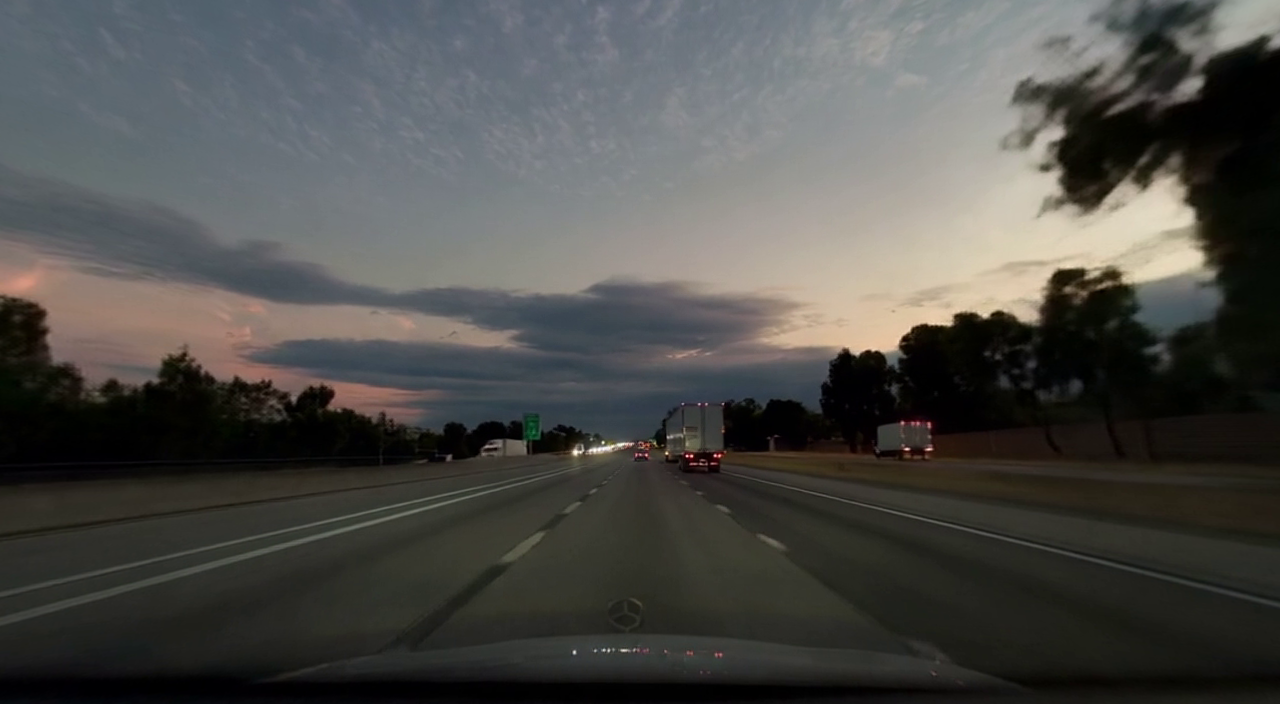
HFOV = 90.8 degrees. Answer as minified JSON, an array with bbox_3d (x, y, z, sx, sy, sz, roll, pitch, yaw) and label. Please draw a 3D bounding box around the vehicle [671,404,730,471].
[{"bbox_3d":[4.247,6.487,47.316,3.058,4.312,12.251,0,-9,0],"label":"vehicle"}]
